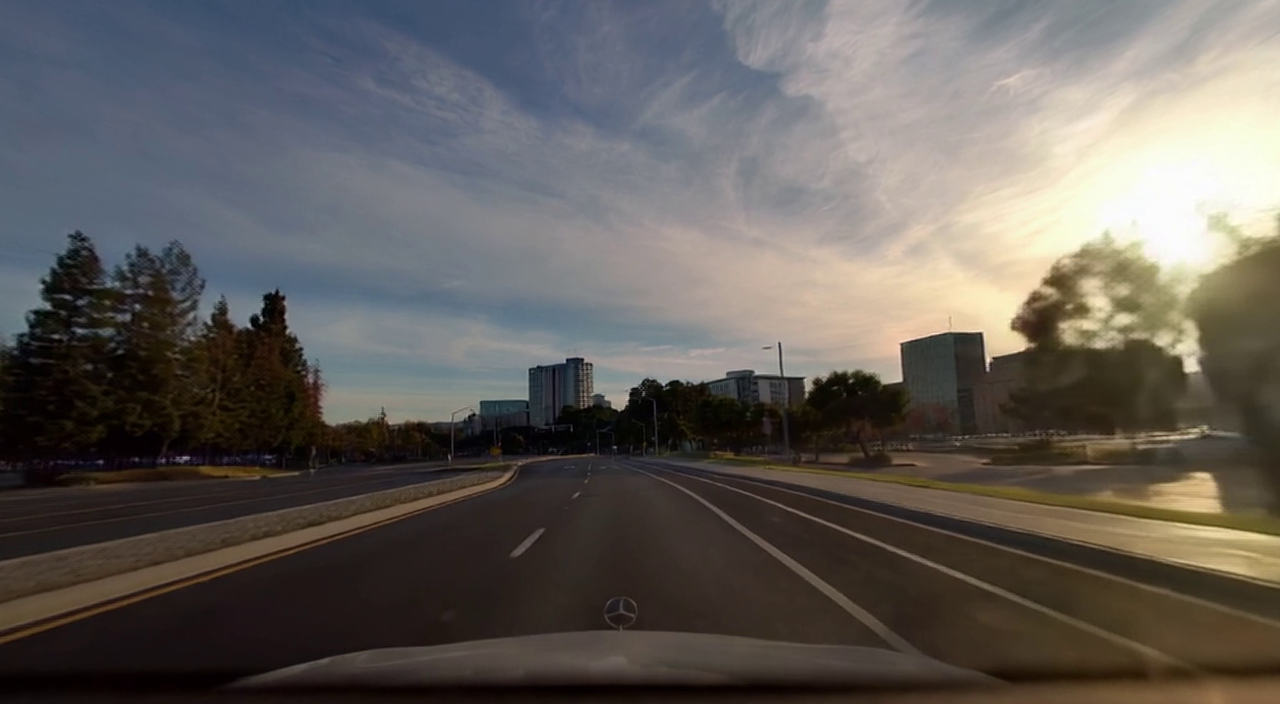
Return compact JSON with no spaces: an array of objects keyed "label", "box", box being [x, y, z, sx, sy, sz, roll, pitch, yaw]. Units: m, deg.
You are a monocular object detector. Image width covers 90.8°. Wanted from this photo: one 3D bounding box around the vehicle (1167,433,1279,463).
[{"label":"vehicle","box":[31.638,5.146,33.907,5.062,1.557,1.988,1,-8,-5]}]
